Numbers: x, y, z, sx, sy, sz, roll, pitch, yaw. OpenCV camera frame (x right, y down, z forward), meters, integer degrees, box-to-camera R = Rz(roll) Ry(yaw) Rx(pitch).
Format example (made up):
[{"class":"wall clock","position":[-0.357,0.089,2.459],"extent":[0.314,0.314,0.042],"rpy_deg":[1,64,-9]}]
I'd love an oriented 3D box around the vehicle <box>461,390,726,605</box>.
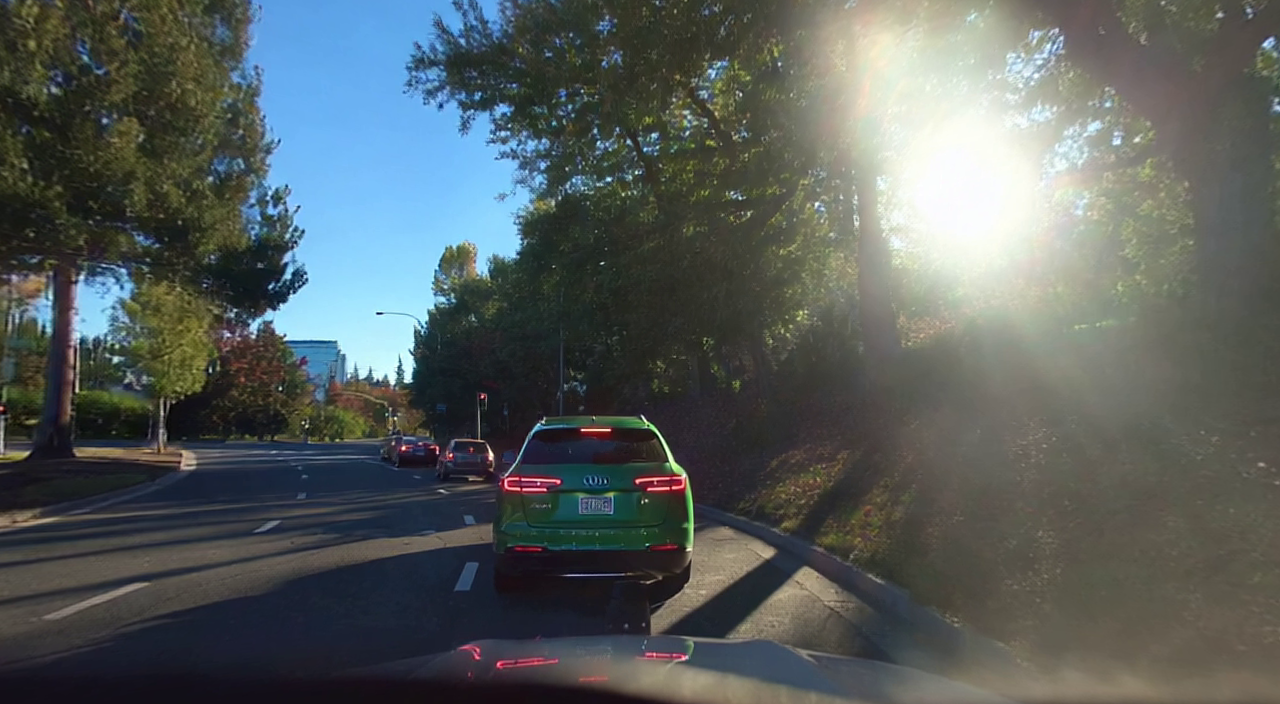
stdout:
[{"class":"vehicle","position":[-0.681,1.453,7.195],"extent":[2.134,1.671,4.147],"rpy_deg":[1,-8,-10]}]

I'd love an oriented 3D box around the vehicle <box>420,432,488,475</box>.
[{"class":"vehicle","position":[-7.296,3.921,24.492],"extent":[1.902,1.536,3.662],"rpy_deg":[4,-9,-25]}]

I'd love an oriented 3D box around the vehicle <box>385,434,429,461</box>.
[{"class":"vehicle","position":[-13.738,5.588,36.902],"extent":[1.863,1.488,4.426],"rpy_deg":[4,-9,-26]}]
